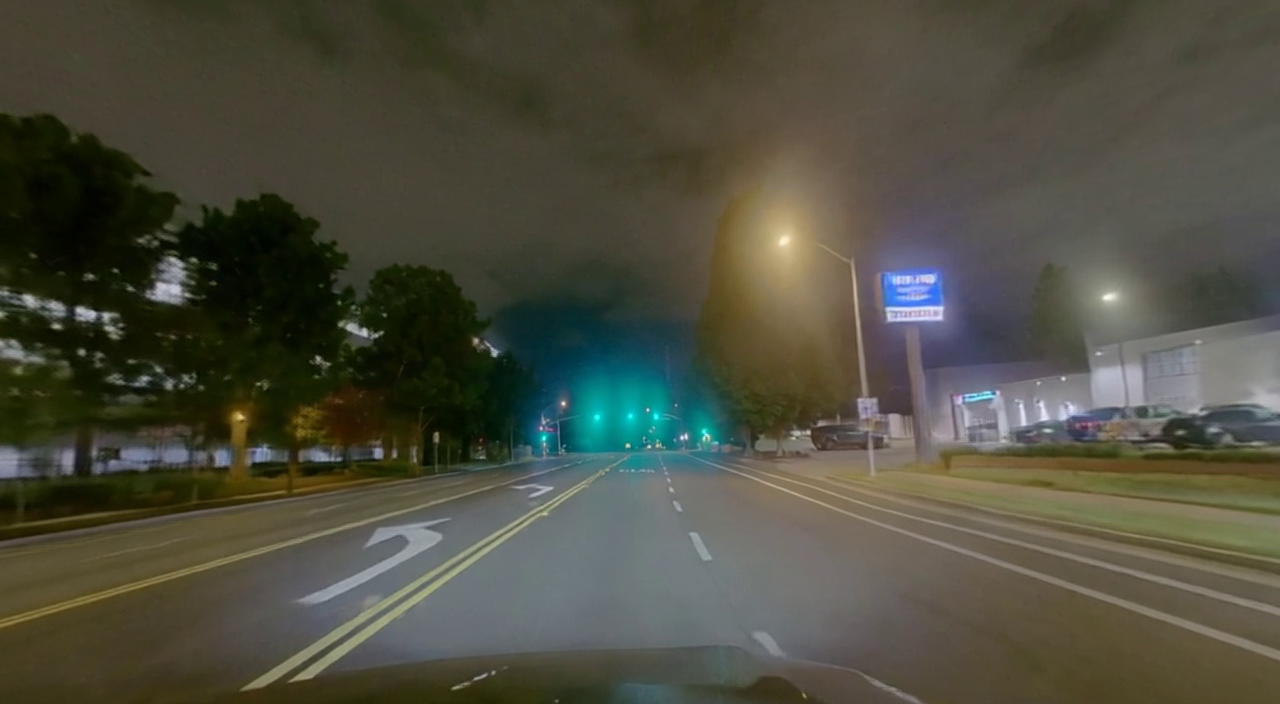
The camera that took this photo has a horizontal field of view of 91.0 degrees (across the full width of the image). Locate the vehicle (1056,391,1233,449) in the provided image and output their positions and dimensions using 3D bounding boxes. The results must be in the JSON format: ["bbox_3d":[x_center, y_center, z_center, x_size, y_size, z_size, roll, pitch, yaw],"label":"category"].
[{"bbox_3d":[17.254,2.457,21.938,2.059,1.788,4.708,0,-8,-3],"label":"vehicle"}]

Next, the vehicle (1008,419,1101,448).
[{"bbox_3d":[23.938,4.779,36.592,1.943,1.531,4.579,1,-9,-7],"label":"vehicle"}]

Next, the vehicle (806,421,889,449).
[{"bbox_3d":[16.025,6.483,48.803,5.546,2.117,2.443,0,-9,0],"label":"vehicle"}]
